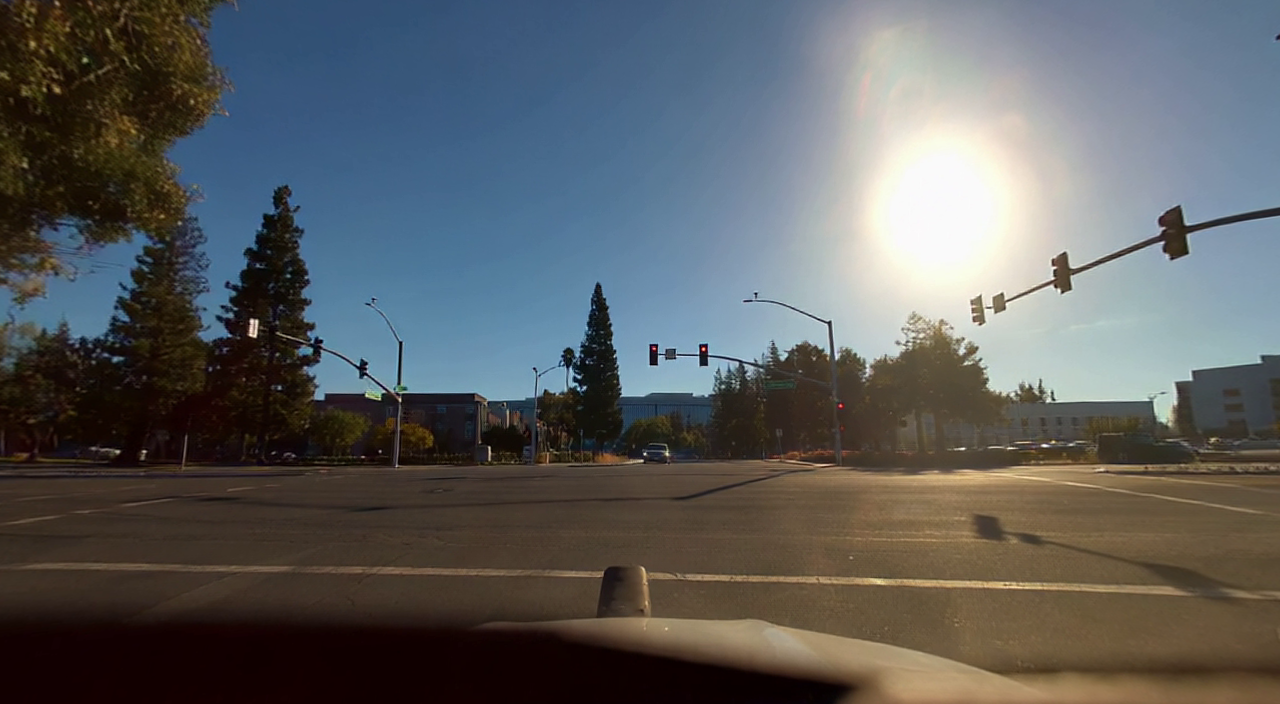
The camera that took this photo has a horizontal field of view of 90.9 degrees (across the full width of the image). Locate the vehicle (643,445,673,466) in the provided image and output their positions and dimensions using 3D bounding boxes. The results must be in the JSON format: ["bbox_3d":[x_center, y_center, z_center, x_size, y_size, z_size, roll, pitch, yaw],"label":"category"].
[{"bbox_3d":[1.275,7.630,46.454,2.132,1.449,4.235,0,-9,0],"label":"vehicle"}]
